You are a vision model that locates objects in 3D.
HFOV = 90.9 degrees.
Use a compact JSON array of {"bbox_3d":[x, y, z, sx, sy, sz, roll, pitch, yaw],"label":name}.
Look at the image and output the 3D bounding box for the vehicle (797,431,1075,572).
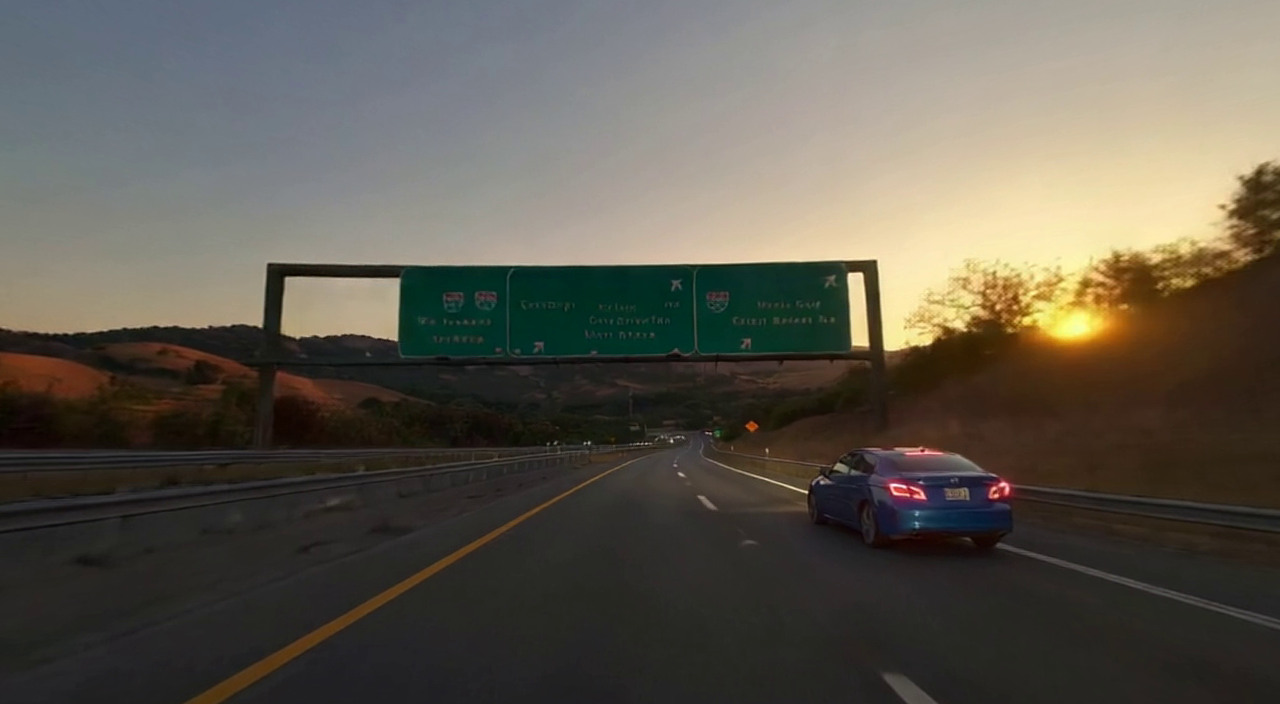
[{"bbox_3d":[3.747,1.939,8.969,1.997,1.515,4.025,0,-8,0],"label":"vehicle"}]
